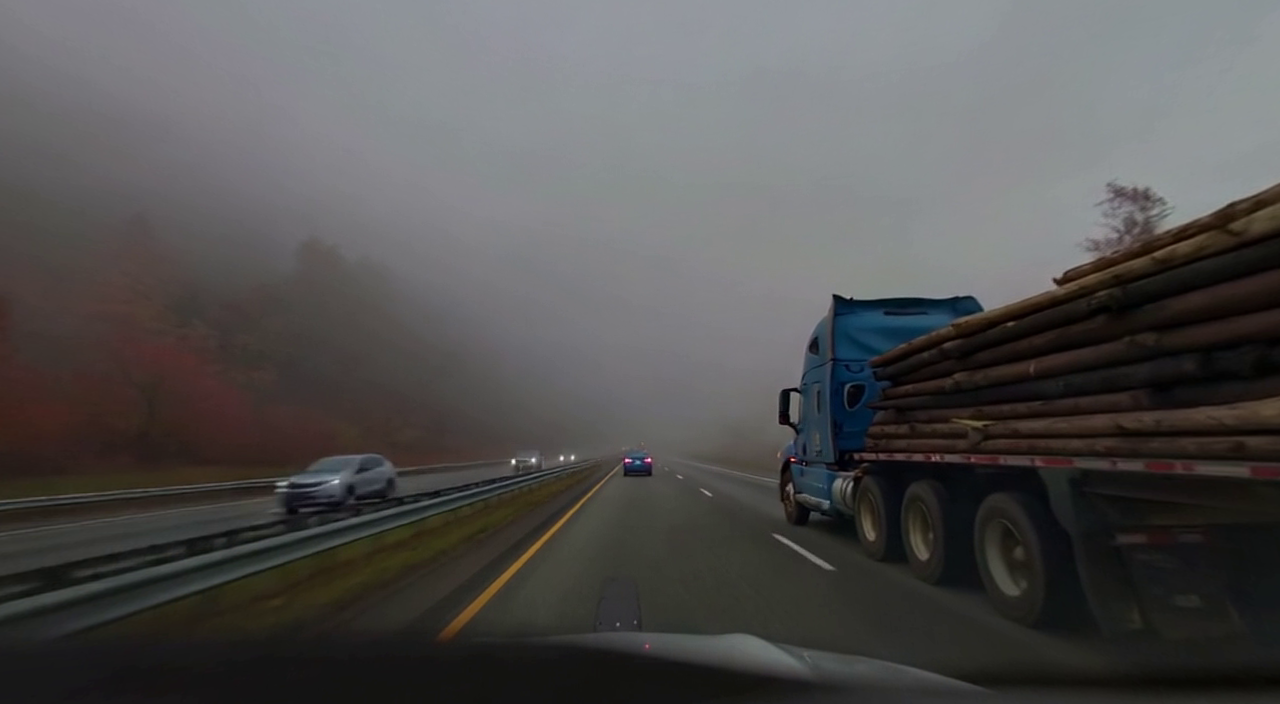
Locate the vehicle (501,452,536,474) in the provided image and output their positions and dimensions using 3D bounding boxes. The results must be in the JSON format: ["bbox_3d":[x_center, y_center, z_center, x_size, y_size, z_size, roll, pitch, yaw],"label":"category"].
[{"bbox_3d":[-9.325,8.539,48.280,1.871,1.595,4.052,-1,-9,0],"label":"vehicle"}]

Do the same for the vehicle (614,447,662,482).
[{"bbox_3d":[-0.124,5.230,29.447,2.099,1.506,4.097,0,-9,-1],"label":"vehicle"}]

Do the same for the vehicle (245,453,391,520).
[{"bbox_3d":[-8.810,3.666,17.601,1.916,1.572,4.056,-1,-9,0],"label":"vehicle"}]

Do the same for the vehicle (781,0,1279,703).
[{"bbox_3d":[4.225,0.265,6.187,2.996,3.942,10.600,0,-9,-1],"label":"vehicle"}]
